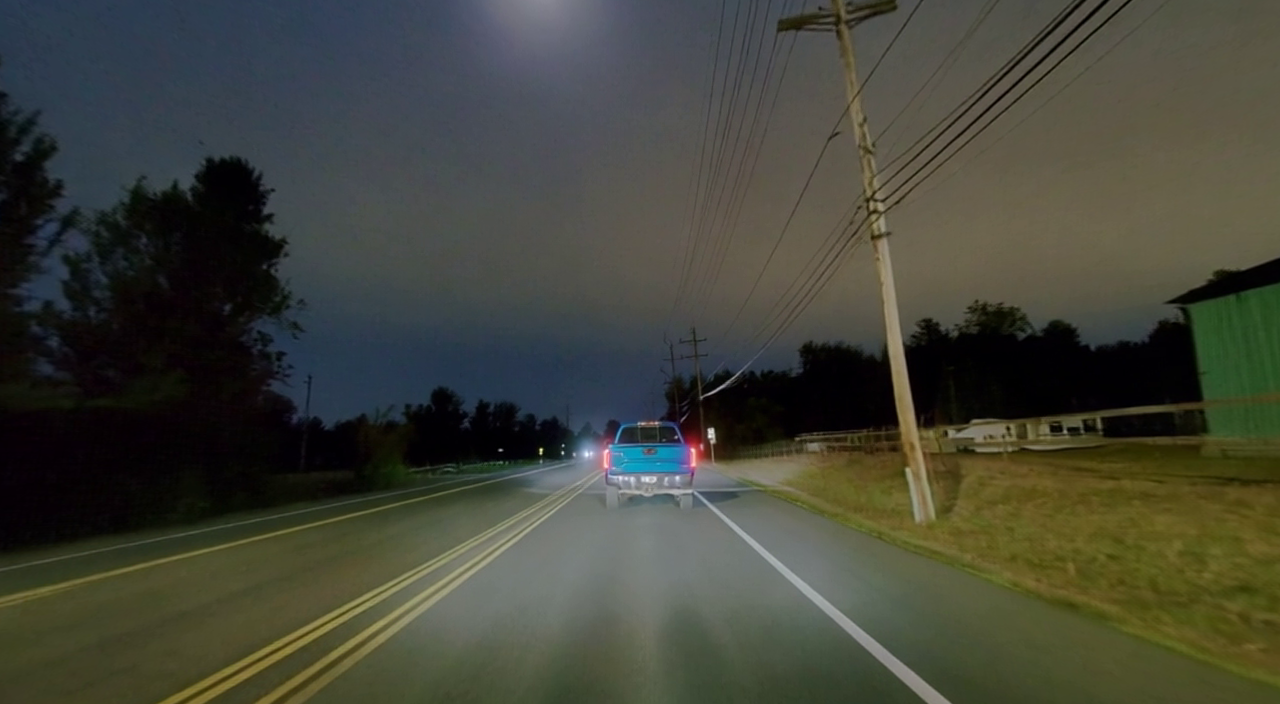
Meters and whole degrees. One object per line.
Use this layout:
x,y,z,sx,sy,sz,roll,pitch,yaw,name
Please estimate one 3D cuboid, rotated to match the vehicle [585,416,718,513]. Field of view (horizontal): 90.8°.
0.175,2.750,16.019,2.693,1.941,6.356,0,-9,-1,vehicle
